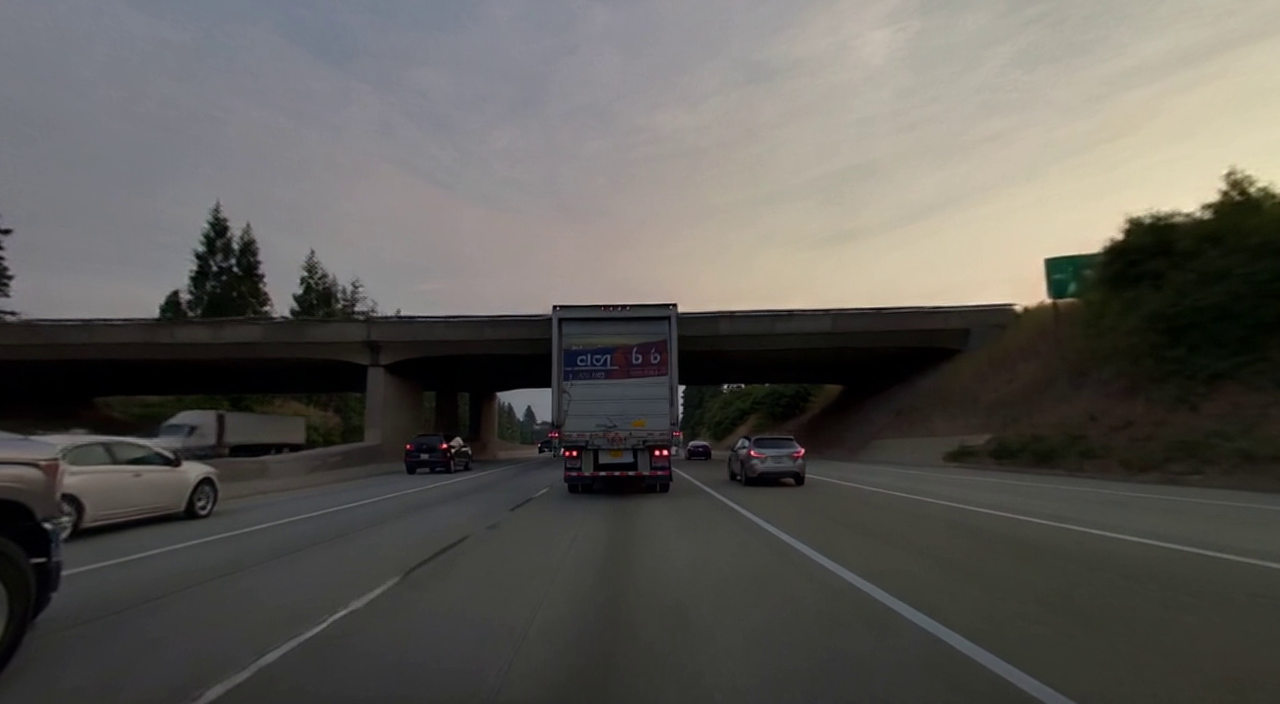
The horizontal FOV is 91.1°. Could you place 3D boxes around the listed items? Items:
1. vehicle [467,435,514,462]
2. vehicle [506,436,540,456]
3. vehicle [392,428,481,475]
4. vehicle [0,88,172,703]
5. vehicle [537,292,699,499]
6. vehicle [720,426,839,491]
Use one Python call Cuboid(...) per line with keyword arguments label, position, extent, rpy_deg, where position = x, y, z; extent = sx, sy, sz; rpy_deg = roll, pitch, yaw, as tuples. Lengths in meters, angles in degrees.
Cuboid(label="vehicle", position=(-8.772, 5.677, 37.143), extent=(1.845, 1.488, 3.656), rpy_deg=(0, -8, 0))
Cuboid(label="vehicle", position=(-8.988, 7.262, 48.642), extent=(1.928, 1.474, 3.588), rpy_deg=(0, -8, 0))
Cuboid(label="vehicle", position=(-7.989, 3.939, 25.216), extent=(2.057, 1.698, 4.550), rpy_deg=(0, -8, 0))
Cuboid(label="vehicle", position=(-3.636, 0.072, 0.206), extent=(2.660, 2.637, 5.634), rpy_deg=(0, -8, -2))
Cuboid(label="vehicle", position=(-0.596, 1.434, 16.463), extent=(2.911, 3.787, 9.905), rpy_deg=(0, -8, -2))
Cuboid(label="vehicle", position=(3.565, 2.807, 17.045), extent=(2.003, 1.519, 4.580), rpy_deg=(0, -8, -3))
